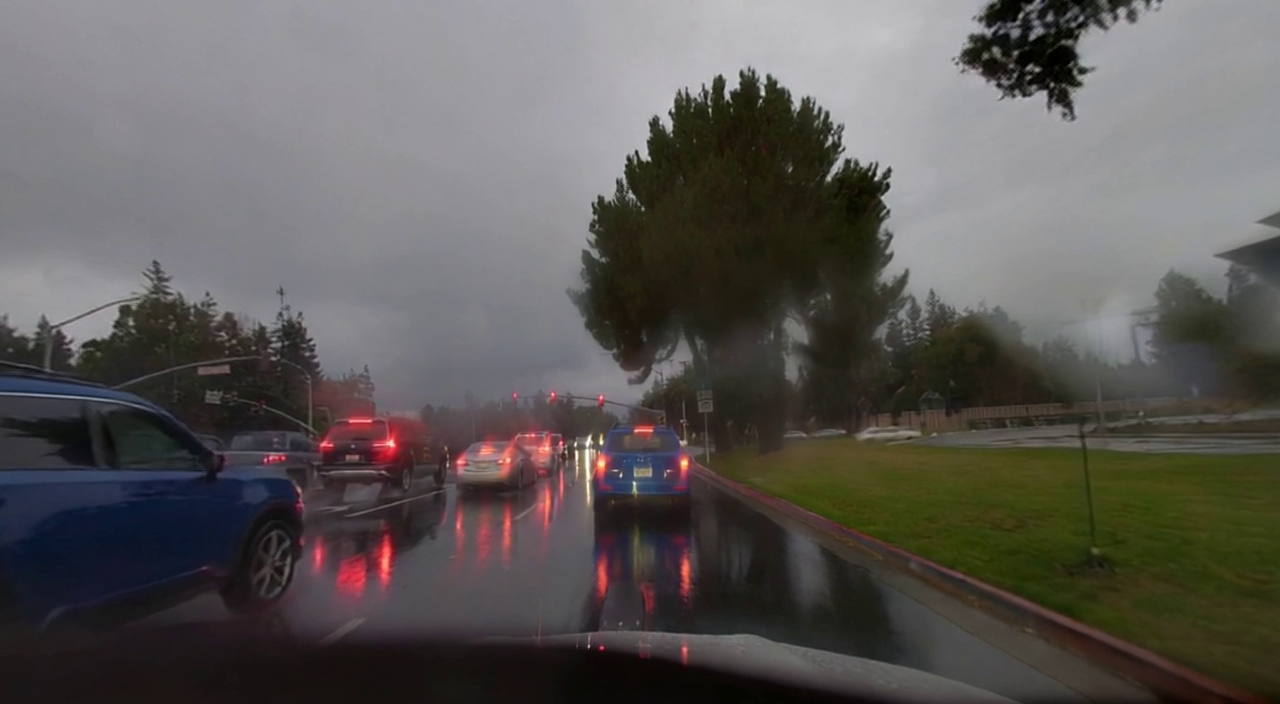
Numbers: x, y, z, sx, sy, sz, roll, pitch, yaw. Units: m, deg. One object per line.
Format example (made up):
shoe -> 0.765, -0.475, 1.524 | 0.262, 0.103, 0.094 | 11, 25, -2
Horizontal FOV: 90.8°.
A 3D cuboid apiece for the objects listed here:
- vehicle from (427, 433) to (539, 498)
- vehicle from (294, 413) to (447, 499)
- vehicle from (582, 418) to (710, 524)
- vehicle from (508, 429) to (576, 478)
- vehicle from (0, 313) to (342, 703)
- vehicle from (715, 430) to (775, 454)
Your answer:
vehicle -> -4.068, 3.017, 17.180 | 1.942, 1.523, 4.212 | 0, -9, 0
vehicle -> -7.401, 2.946, 18.145 | 2.195, 2.093, 5.185 | 0, -9, -1
vehicle -> 0.090, 2.229, 12.338 | 2.055, 1.681, 4.270 | 0, -9, 0
vehicle -> -3.917, 4.143, 25.956 | 2.043, 1.813, 4.549 | 0, -9, 0
vehicle -> -4.069, 0.937, 3.847 | 2.088, 1.947, 5.119 | 0, -9, -1
vehicle -> 7.683, 6.609, 46.283 | 4.198, 1.751, 1.935 | -2, -9, 11
